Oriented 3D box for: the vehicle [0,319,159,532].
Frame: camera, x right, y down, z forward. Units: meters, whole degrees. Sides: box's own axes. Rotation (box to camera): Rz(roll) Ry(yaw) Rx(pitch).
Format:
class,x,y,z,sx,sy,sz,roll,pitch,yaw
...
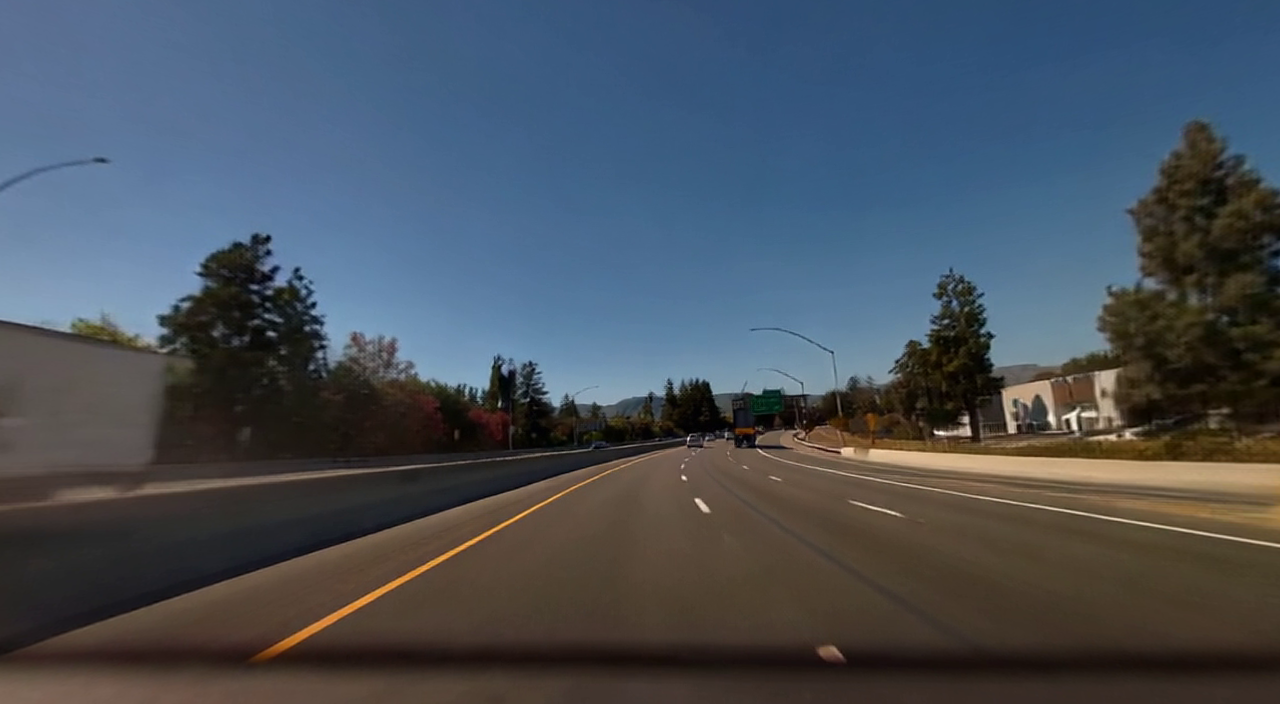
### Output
class,x,y,z,sx,sy,sz,roll,pitch,yaw
vehicle,-14.623,0.853,8.420,2.913,4.308,16.896,0,-8,1
